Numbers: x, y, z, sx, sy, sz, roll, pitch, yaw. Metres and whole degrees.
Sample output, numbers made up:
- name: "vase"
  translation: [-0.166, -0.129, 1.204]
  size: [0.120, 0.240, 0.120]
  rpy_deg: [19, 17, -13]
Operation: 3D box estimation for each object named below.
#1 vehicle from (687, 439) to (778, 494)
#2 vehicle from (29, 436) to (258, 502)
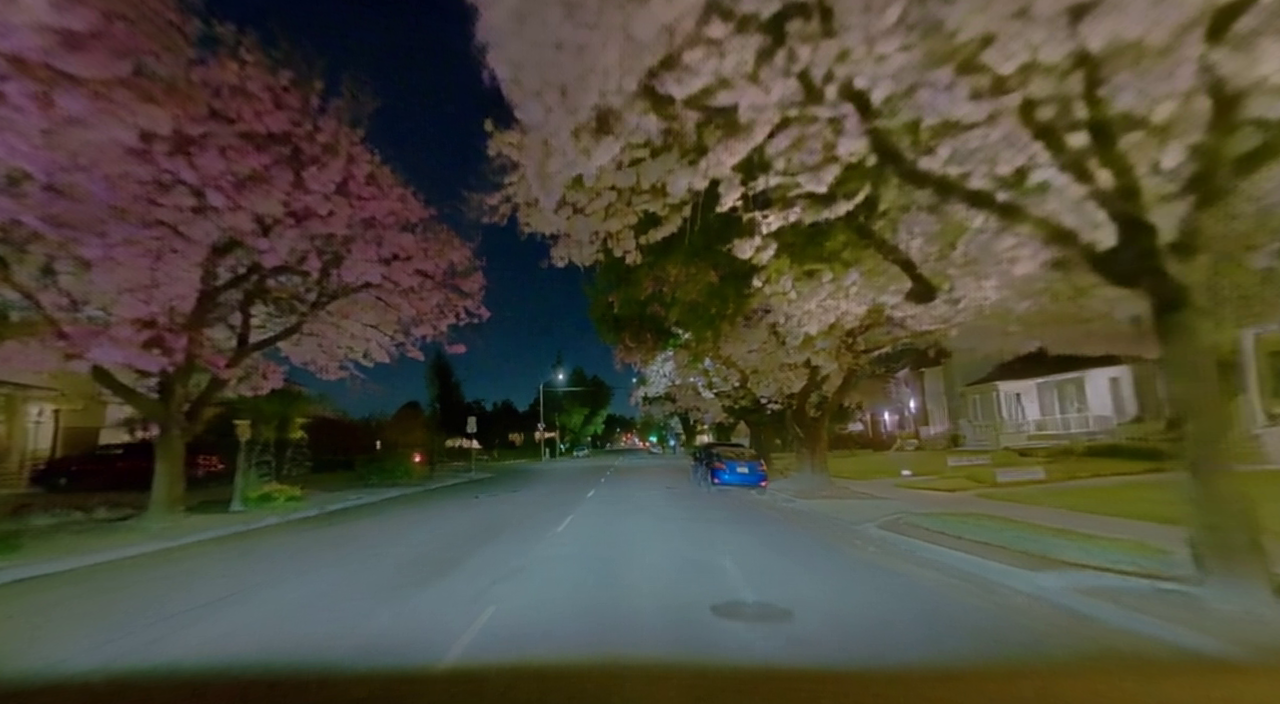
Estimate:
- name: "vehicle"
  translation: [2.670, 3.413, 19.291]
  size: [2.022, 1.455, 4.406]
  rpy_deg: [0, -8, -1]
- name: "vehicle"
  translation: [-16.635, 3.897, 21.473]
  size: [5.902, 1.796, 2.183]
  rpy_deg: [-3, -7, -3]
